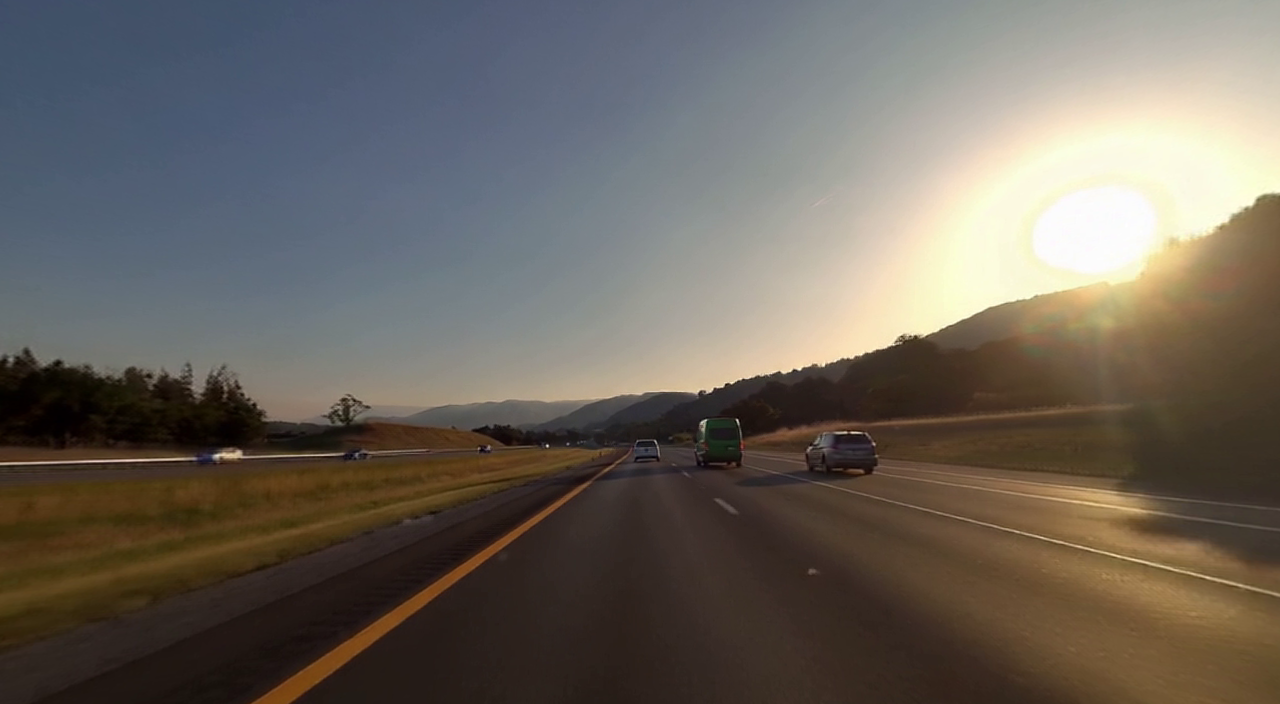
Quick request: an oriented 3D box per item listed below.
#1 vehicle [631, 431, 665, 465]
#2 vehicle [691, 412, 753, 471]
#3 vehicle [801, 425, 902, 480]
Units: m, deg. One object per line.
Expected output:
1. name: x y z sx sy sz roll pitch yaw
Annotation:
1. vehicle: 0.523 6.432 42.202 2.131 2.122 4.473 0 -8 0
2. vehicle: 4.007 4.562 31.947 2.302 2.670 6.176 0 -8 0
3. vehicle: 8.054 3.886 24.659 2.240 1.925 4.854 0 -8 0
